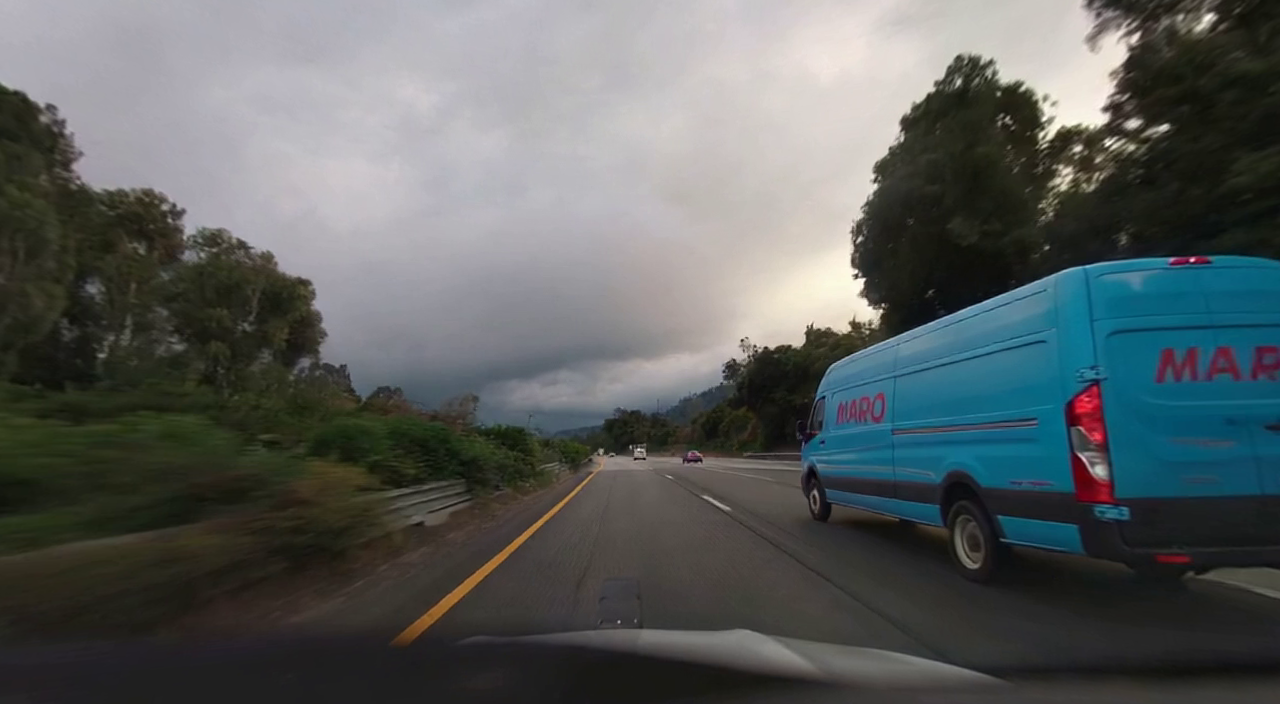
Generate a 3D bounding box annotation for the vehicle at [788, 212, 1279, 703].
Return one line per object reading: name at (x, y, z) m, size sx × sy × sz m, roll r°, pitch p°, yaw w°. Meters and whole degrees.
vehicle at (3.804, 1.086, 7.002) m, size 2.355 × 2.664 × 7.367 m, roll 0°, pitch -9°, yaw -1°
